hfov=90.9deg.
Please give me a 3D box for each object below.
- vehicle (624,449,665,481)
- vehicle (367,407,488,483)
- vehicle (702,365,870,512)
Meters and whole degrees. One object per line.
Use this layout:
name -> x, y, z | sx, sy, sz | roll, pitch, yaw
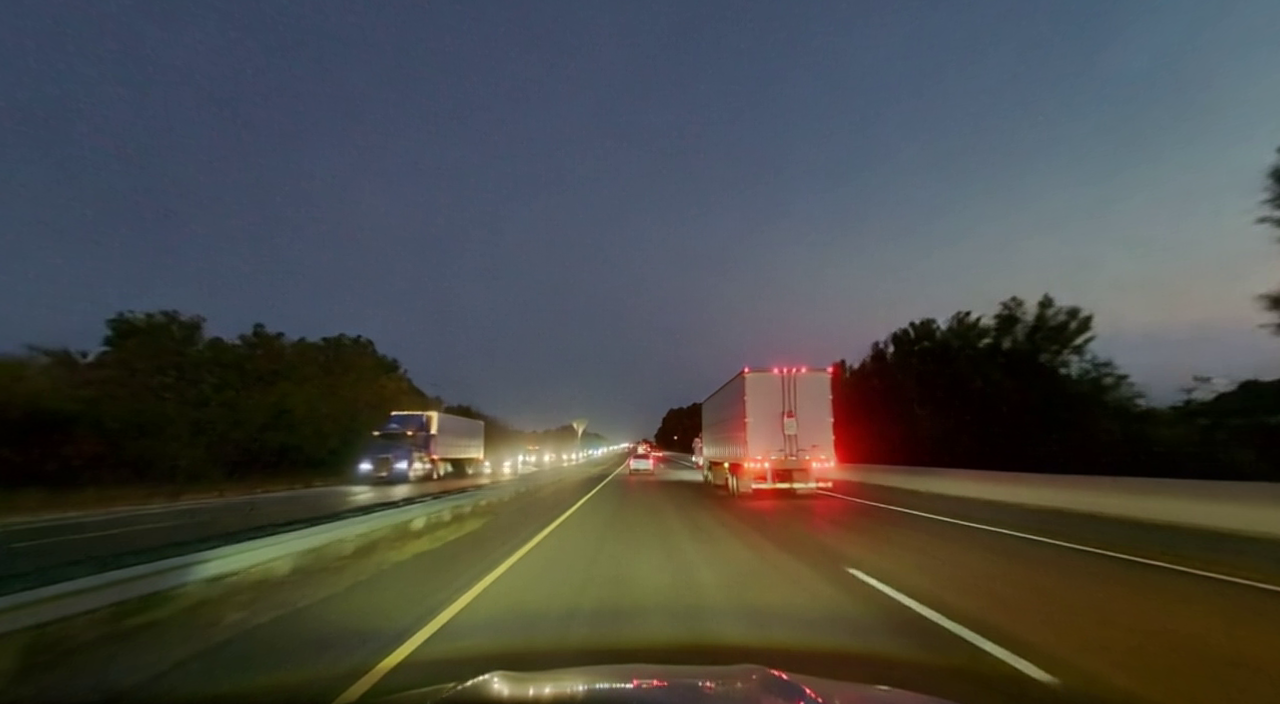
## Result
vehicle -> 0.199, 5.620, 31.512 | 1.939, 1.495, 3.612 | 0, -9, -1
vehicle -> -13.011, 6.078, 40.716 | 2.923, 3.978, 14.760 | 0, -9, -1
vehicle -> 4.253, 3.105, 21.966 | 2.885, 3.679, 12.102 | 0, -9, 0
